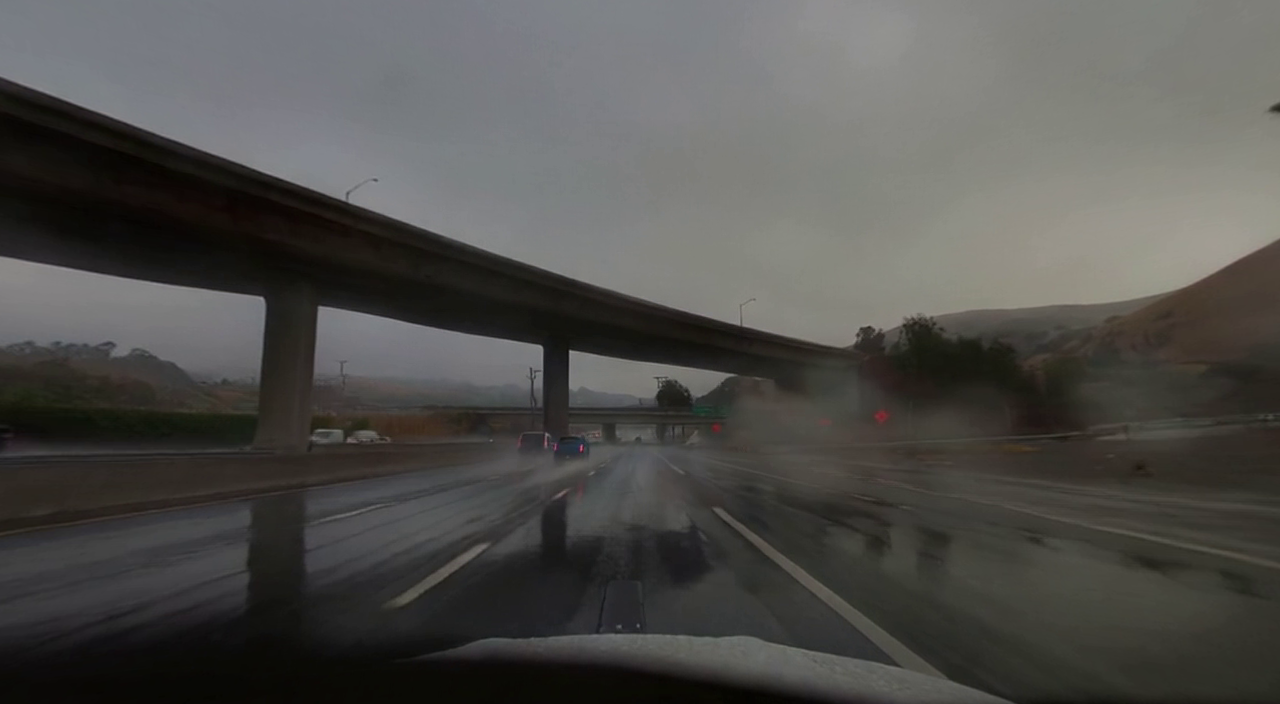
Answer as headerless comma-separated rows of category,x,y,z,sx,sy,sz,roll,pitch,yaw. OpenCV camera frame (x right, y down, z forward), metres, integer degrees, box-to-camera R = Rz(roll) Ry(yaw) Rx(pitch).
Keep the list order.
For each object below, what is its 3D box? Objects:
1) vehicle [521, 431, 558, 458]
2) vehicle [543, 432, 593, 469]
vehicle,-7.779,7.258,49.237,2.132,1.984,4.639,0,-9,0
vehicle,-3.864,5.416,34.746,2.144,1.847,4.850,0,-8,1
